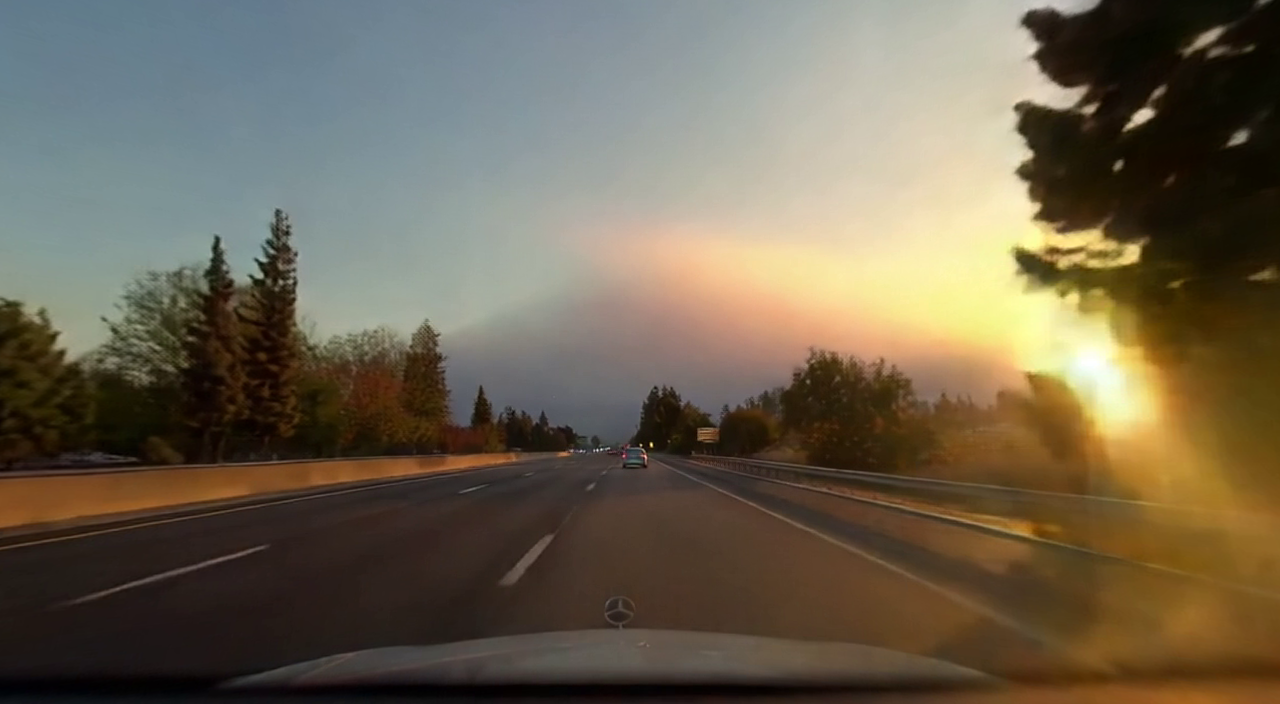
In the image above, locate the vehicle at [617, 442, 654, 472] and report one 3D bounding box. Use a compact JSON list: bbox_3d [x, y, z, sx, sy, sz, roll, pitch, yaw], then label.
[{"bbox_3d":[-0.285,6.451,38.818,2.120,1.715,4.153,0,-9,-1],"label":"vehicle"}]
